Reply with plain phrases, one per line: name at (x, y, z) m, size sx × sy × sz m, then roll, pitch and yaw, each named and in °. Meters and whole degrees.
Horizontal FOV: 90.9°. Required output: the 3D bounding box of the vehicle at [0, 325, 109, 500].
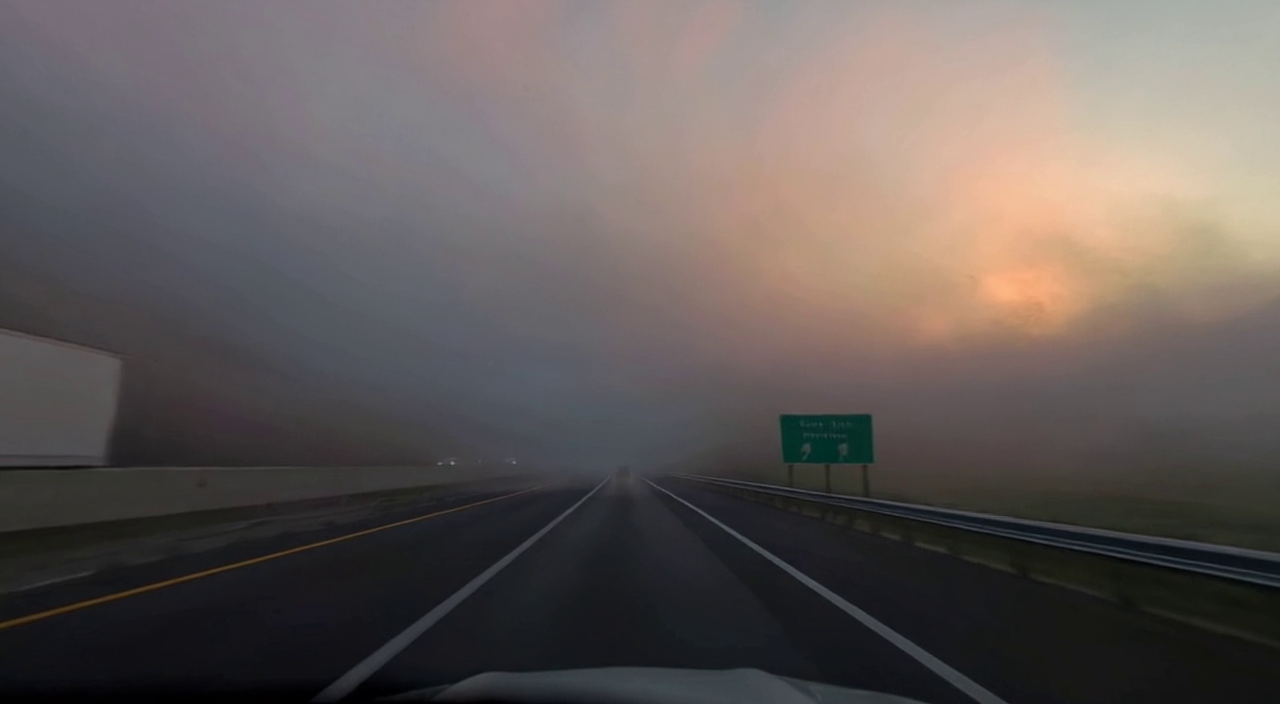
vehicle at (-16.441, 0.613, 10.456) m, size 3.031 × 4.028 × 14.206 m, roll 1°, pitch -10°, yaw -1°
